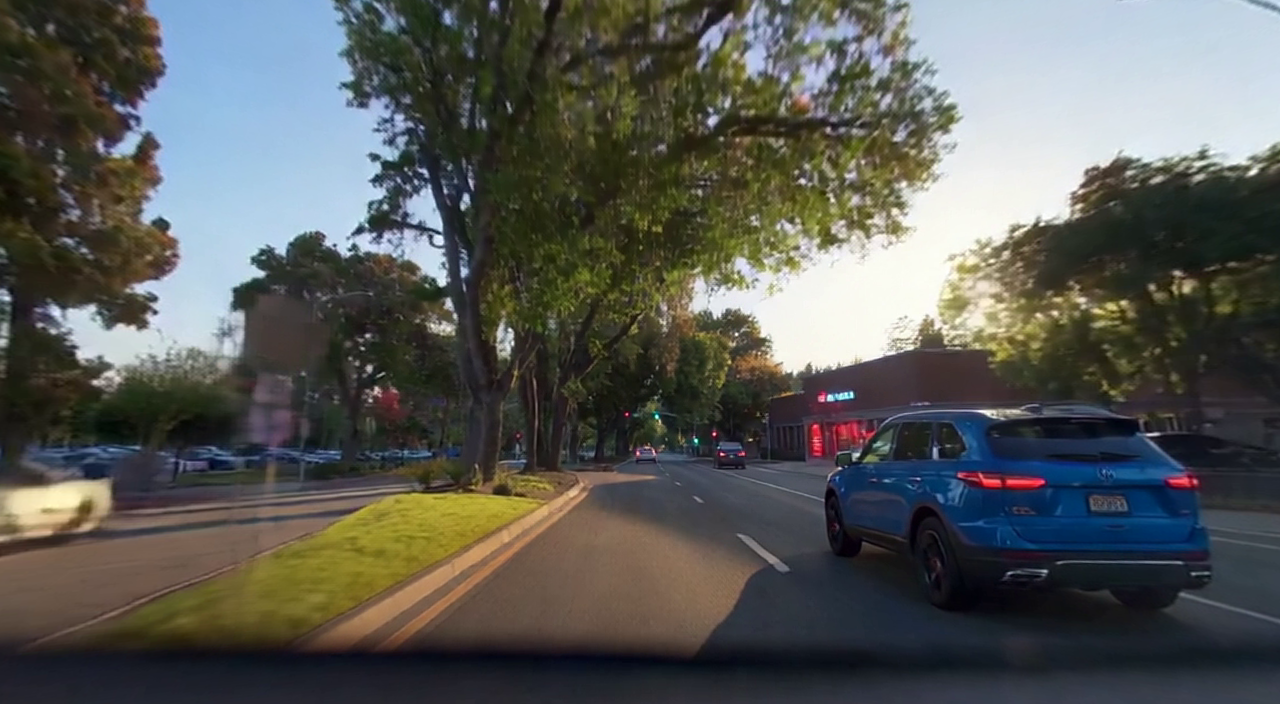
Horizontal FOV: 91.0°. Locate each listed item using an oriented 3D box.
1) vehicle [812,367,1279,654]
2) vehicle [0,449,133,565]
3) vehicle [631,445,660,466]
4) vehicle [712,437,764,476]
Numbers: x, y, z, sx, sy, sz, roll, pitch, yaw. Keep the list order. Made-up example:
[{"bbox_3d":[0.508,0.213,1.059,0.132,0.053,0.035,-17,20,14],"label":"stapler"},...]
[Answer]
[{"bbox_3d":[3.381,1.351,6.354,2.033,1.865,4.360,0,-9,0],"label":"vehicle"},{"bbox_3d":[-9.233,2.010,8.166,1.932,1.483,4.246,1,-9,-4],"label":"vehicle"},{"bbox_3d":[0.422,7.949,48.437,2.131,1.474,4.146,0,-9,1],"label":"vehicle"},{"bbox_3d":[4.912,5.351,32.382,2.085,1.828,5.383,0,-9,3],"label":"vehicle"}]
